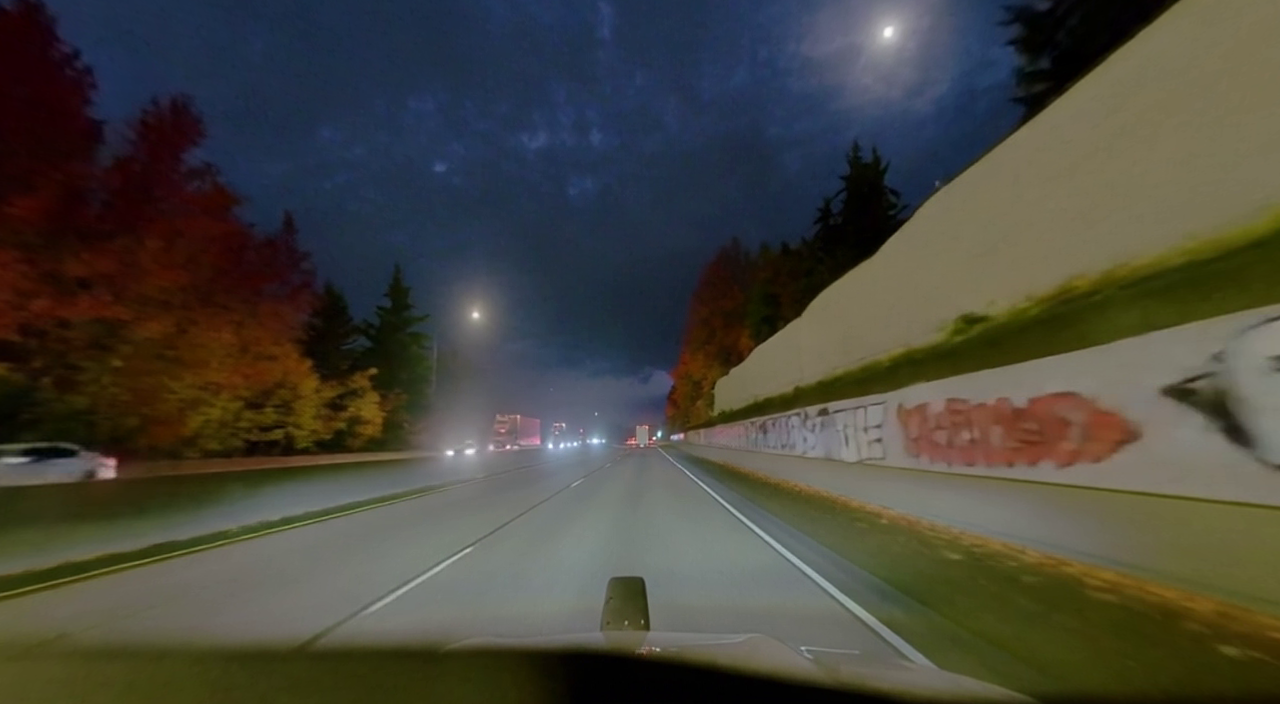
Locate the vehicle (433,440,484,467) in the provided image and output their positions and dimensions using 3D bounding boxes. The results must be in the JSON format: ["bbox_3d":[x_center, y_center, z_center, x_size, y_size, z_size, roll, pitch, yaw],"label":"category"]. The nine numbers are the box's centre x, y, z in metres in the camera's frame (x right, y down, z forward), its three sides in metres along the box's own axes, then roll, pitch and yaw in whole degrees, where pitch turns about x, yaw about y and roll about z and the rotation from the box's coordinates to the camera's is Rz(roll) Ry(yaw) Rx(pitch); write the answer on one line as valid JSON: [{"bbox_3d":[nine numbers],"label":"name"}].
[{"bbox_3d":[-10.660,5.945,37.231,1.816,1.494,3.931,0,-8,0],"label":"vehicle"}]
